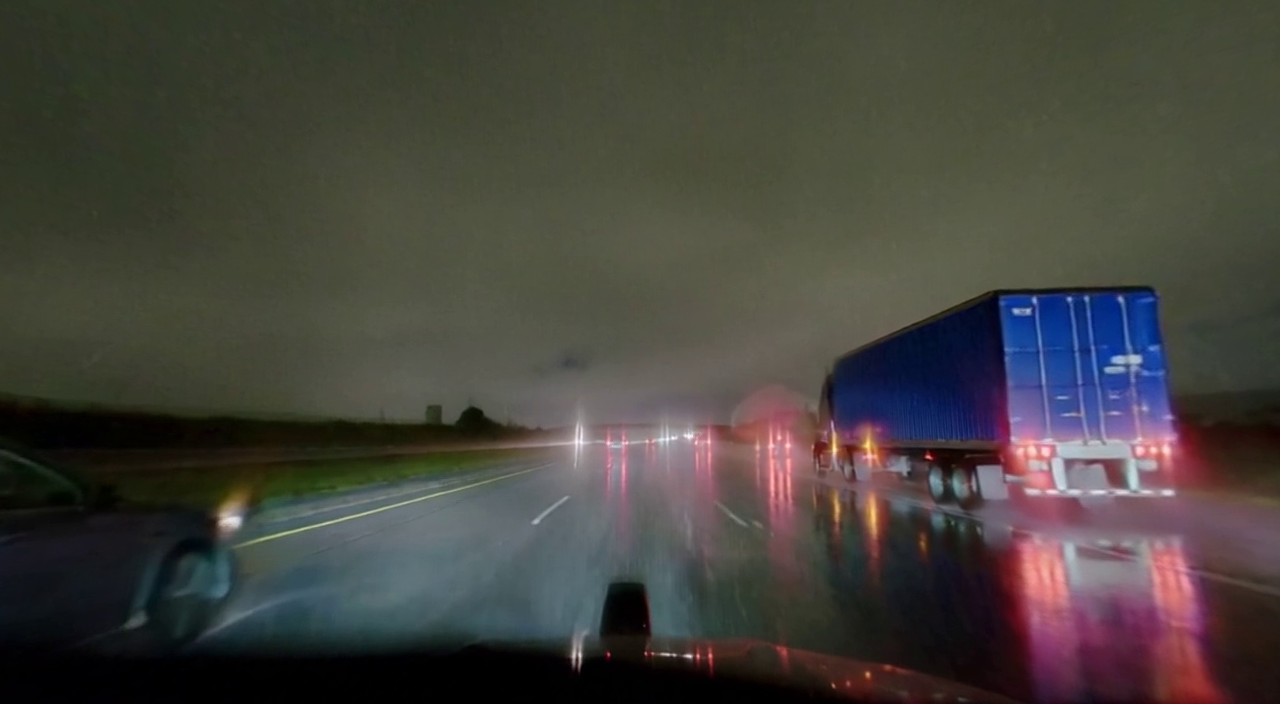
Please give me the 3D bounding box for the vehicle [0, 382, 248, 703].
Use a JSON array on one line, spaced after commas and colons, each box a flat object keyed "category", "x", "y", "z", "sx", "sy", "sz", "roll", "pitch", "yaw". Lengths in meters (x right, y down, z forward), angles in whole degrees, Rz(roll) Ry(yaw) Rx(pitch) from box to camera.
[{"category": "vehicle", "x": -3.921, "y": 0.823, "z": 2.039, "sx": 2.053, "sy": 1.587, "sz": 4.855, "roll": 0, "pitch": -8, "yaw": 2}]
